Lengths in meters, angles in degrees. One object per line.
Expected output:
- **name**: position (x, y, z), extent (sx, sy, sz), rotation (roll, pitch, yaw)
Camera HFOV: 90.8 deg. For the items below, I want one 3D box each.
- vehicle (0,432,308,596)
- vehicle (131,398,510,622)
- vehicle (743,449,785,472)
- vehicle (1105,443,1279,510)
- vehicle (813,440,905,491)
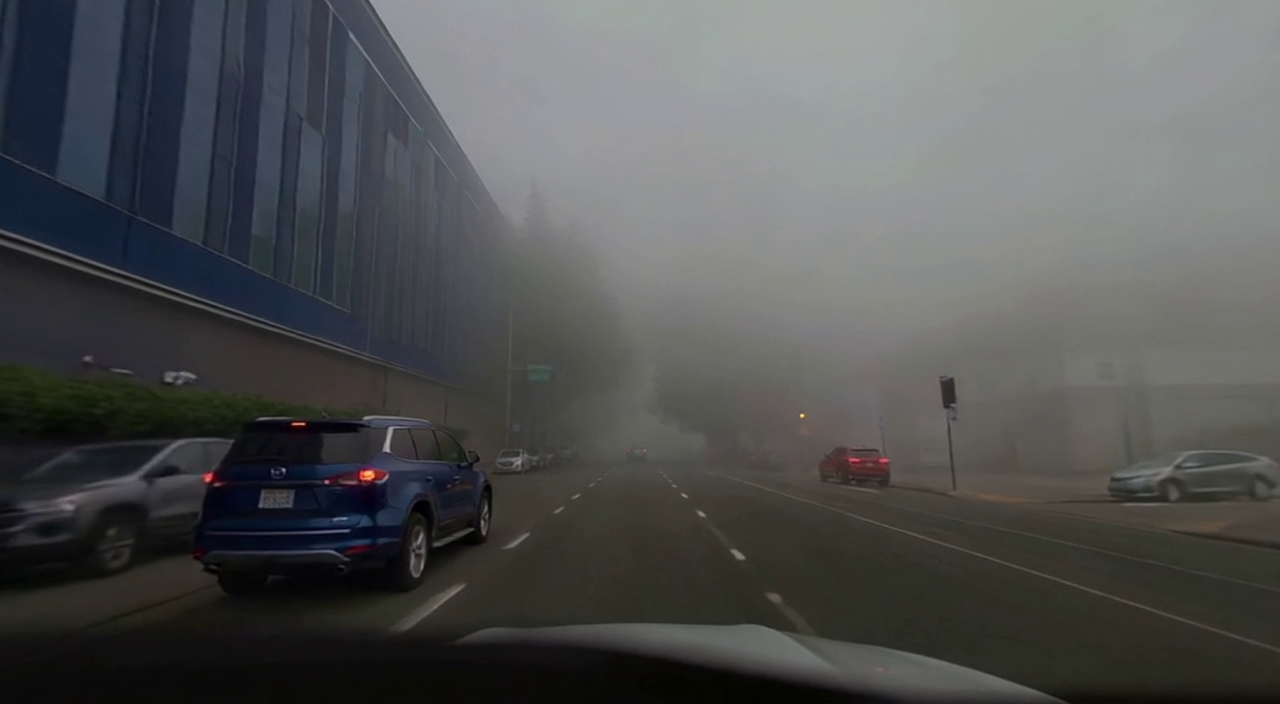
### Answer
- **vehicle**: position (-6.868, 1.975, 8.720), extent (2.095, 1.641, 4.484), rotation (0, -8, 0)
- **vehicle**: position (-2.992, 1.571, 7.262), extent (2.002, 1.756, 4.366), rotation (0, -8, 1)
- **vehicle**: position (8.818, 7.743, 45.297), extent (1.954, 1.478, 4.625), rotation (0, -8, -2)
- **vehicle**: position (17.148, 3.681, 18.942), extent (4.693, 1.827, 2.098), rotation (1, -9, 0)
- **vehicle**: position (9.300, 4.828, 27.432), extent (2.129, 1.929, 5.537), rotation (0, -8, 1)
